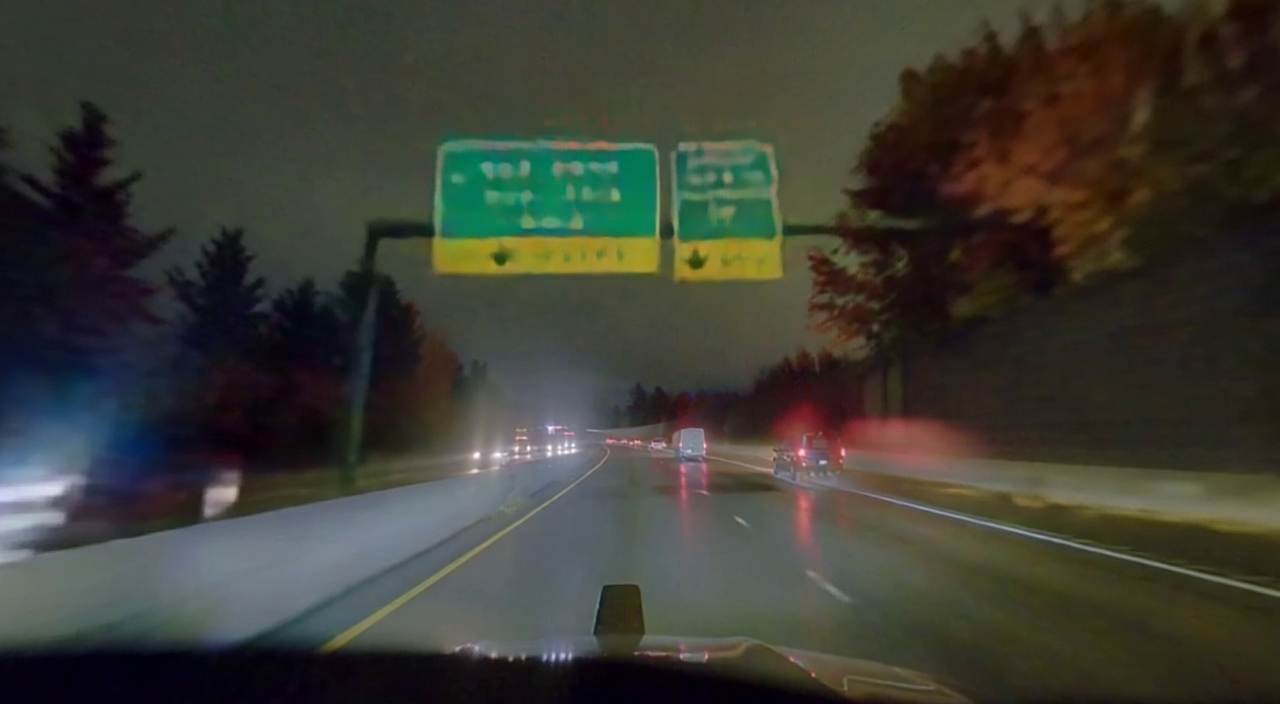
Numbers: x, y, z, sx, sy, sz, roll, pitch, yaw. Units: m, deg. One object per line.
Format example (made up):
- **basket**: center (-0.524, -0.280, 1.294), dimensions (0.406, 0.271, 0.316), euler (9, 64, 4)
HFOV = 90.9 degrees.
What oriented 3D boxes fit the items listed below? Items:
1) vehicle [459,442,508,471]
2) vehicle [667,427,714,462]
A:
- **vehicle**: center (-8.802, 5.894, 35.781), dimensions (1.784, 1.501, 3.916), euler (0, -8, -1)
- **vehicle**: center (3.105, 5.835, 39.893), dimensions (2.393, 2.072, 4.958), euler (1, -8, -2)
